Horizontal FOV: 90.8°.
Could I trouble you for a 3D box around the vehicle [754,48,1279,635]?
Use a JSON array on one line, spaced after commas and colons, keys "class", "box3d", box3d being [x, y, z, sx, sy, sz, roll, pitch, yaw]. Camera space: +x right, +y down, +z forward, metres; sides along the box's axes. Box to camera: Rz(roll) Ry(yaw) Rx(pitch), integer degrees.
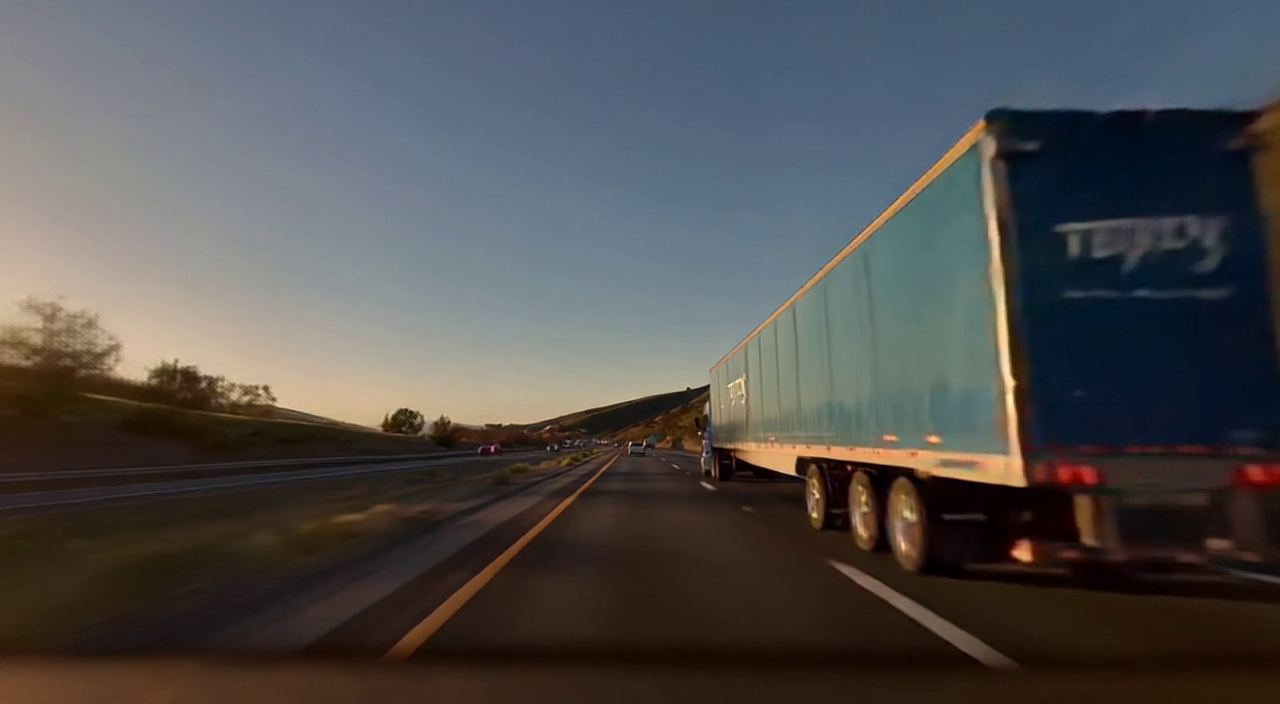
[{"class": "vehicle", "box3d": [4.182, 0.467, 9.367, 3.039, 4.342, 9.556, -1, -8, -1]}]
